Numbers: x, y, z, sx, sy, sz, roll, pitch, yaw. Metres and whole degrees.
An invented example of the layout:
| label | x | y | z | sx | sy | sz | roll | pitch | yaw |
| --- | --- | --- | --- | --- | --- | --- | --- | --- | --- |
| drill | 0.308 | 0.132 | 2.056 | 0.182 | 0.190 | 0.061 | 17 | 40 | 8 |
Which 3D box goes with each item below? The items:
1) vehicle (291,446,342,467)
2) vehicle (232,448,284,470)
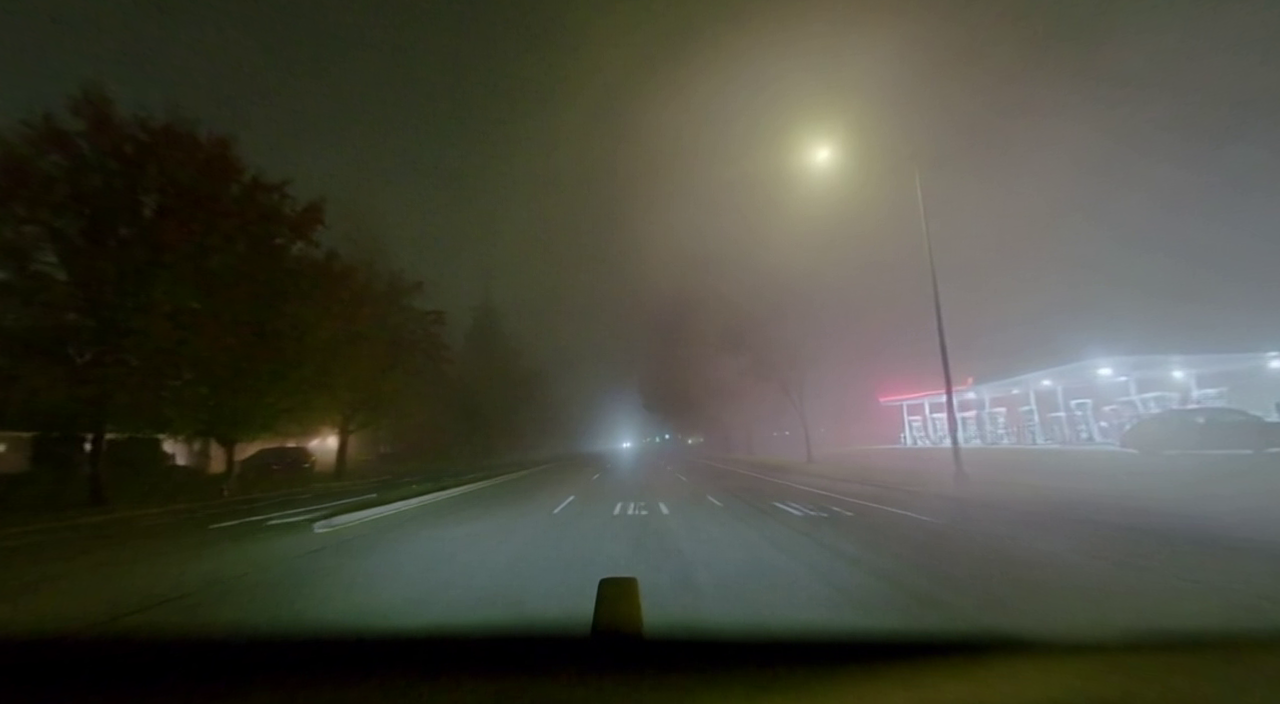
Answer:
| label | x | y | z | sx | sy | sz | roll | pitch | yaw |
| --- | --- | --- | --- | --- | --- | --- | --- | --- | --- |
| vehicle | -25.203 | 8.137 | 49.392 | 1.760 | 1.598 | 3.881 | -1 | -8 | 3 |
| vehicle | -30.097 | 8.429 | 49.910 | 1.881 | 1.444 | 4.046 | -3 | -7 | -4 |
